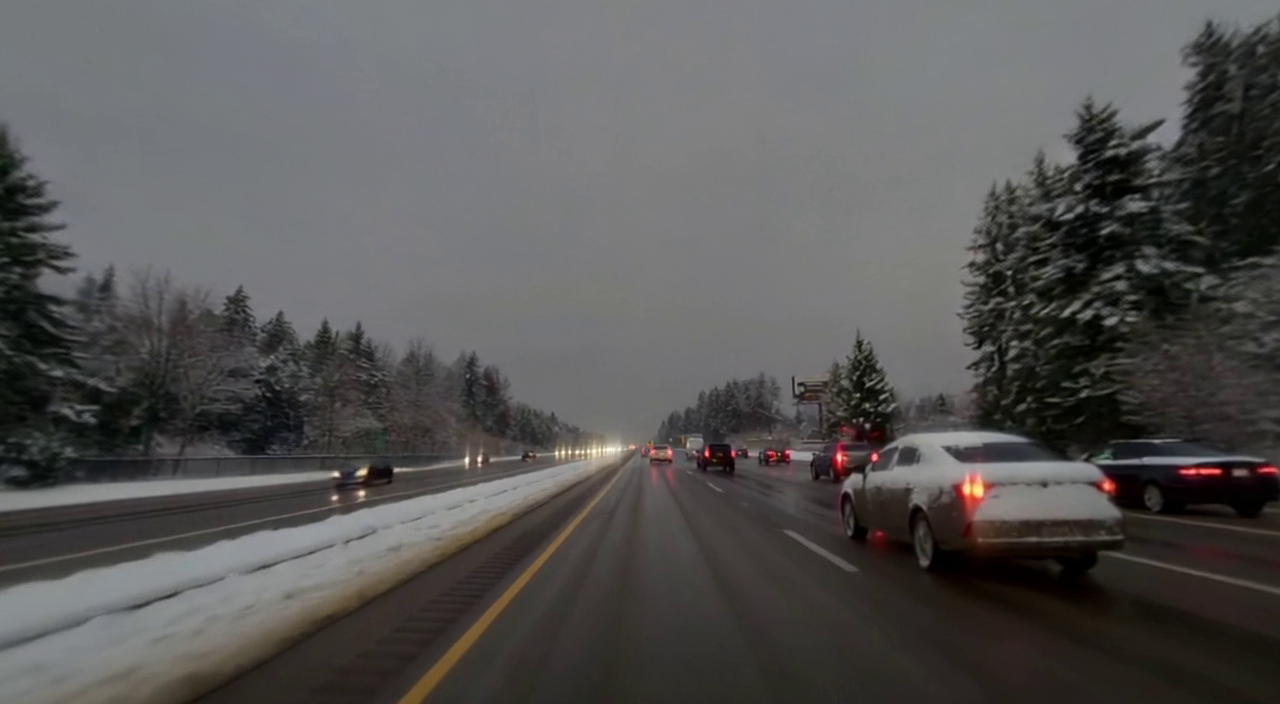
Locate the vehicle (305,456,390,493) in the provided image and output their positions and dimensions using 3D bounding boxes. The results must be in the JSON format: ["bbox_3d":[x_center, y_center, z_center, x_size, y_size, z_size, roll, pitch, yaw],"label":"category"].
[{"bbox_3d":[-13.297,5.565,28.992,1.843,1.461,4.292,-1,-8,1],"label":"vehicle"}]

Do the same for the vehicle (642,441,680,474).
[{"bbox_3d":[1.211,6.272,37.683,2.145,1.832,4.004,0,-8,1],"label":"vehicle"}]

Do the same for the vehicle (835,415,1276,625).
[{"bbox_3d":[3.925,1.622,7.157,1.989,1.609,4.355,0,-8,0],"label":"vehicle"}]

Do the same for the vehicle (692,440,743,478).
[{"bbox_3d":[4.011,5.612,33.436,2.075,1.845,4.667,0,-8,-1],"label":"vehicle"}]
